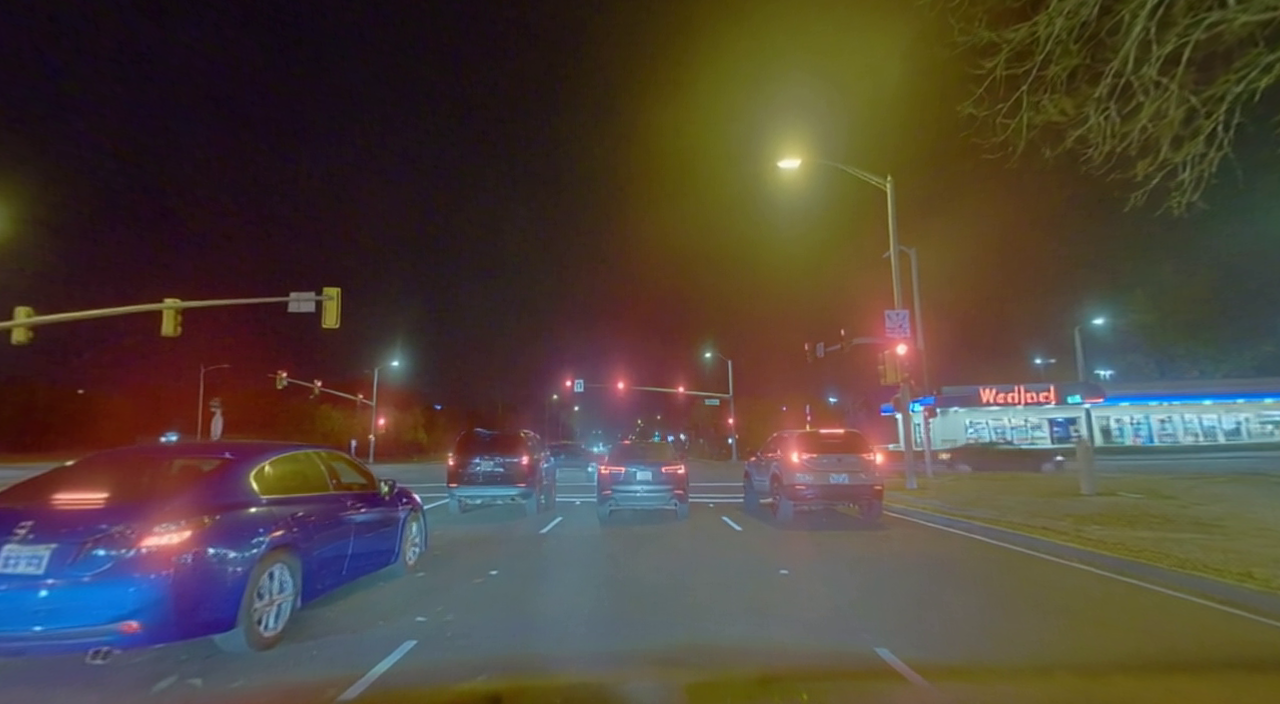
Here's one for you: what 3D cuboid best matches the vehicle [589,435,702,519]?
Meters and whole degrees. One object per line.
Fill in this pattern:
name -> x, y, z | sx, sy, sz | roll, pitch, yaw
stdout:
vehicle -> 0.136, 2.578, 13.442 | 2.032, 1.499, 3.994 | 0, -9, 1

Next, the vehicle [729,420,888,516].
vehicle -> 3.319, 2.409, 13.492 | 2.076, 1.691, 4.402 | 0, -9, -2

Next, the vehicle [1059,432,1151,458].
vehicle -> 30.558, 6.132, 41.456 | 4.432, 1.680, 1.932 | 0, -9, 2

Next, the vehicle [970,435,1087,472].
vehicle -> 16.800, 4.401, 27.418 | 3.822, 1.514, 1.905 | -2, -9, 10

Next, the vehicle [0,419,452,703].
vehicle -> -3.332, 1.426, 5.438 | 2.014, 1.472, 4.357 | 0, -9, 1

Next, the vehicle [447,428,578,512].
vehicle -> -2.819, 2.729, 14.967 | 2.072, 1.694, 4.070 | -1, -9, 3
